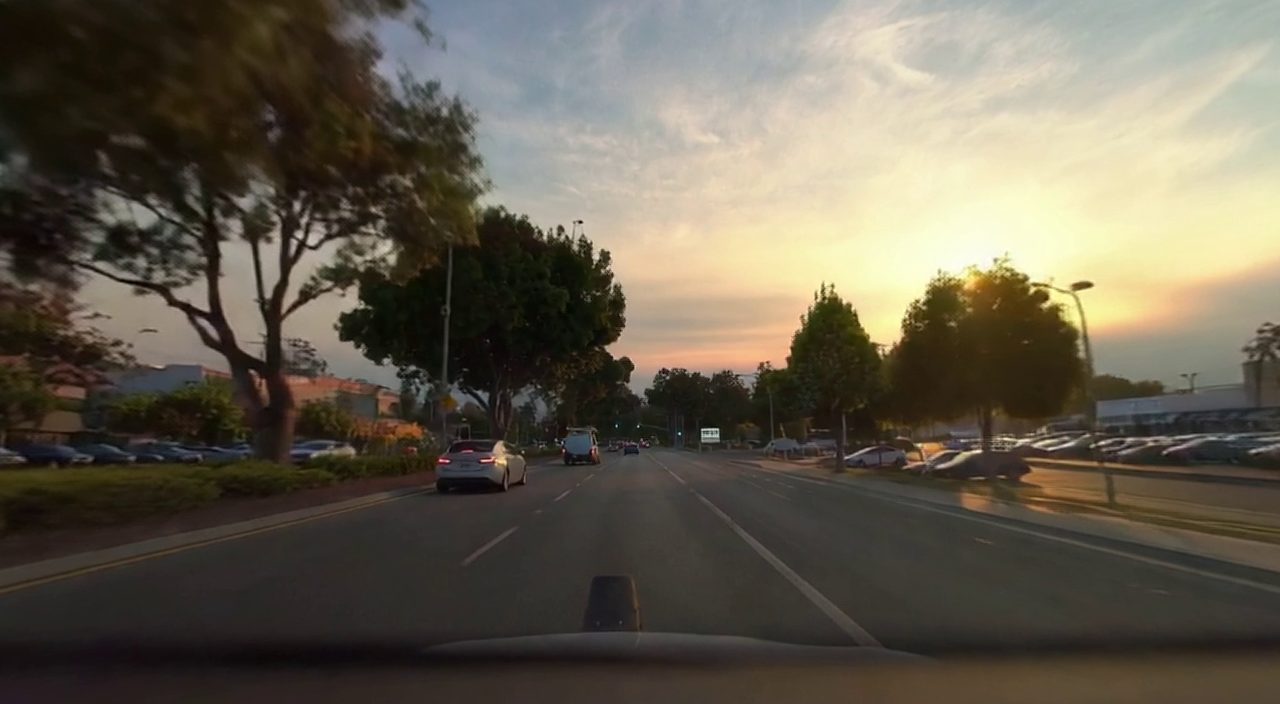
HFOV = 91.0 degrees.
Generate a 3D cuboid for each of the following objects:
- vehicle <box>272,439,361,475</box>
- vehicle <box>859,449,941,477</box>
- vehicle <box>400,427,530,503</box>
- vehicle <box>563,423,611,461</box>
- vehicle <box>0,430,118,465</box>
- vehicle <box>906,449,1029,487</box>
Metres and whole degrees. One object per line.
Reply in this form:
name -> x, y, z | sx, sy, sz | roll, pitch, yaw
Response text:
vehicle -> -16.367, 5.326, 32.136 | 2.104, 1.689, 4.476 | 0, -8, 1
vehicle -> 16.722, 7.154, 40.647 | 4.413, 1.659, 1.913 | 0, -8, -1
vehicle -> -4.305, 2.843, 16.265 | 2.109, 1.672, 4.256 | 0, -8, 0
vehicle -> -3.700, 6.551, 45.723 | 2.917, 2.524, 6.990 | 0, -8, 0
vehicle -> -43.612, 7.123, 47.065 | 7.001, 2.479, 2.370 | 0, -9, 2
vehicle -> 16.642, 5.909, 32.197 | 5.041, 1.803, 2.182 | -1, -9, 1
